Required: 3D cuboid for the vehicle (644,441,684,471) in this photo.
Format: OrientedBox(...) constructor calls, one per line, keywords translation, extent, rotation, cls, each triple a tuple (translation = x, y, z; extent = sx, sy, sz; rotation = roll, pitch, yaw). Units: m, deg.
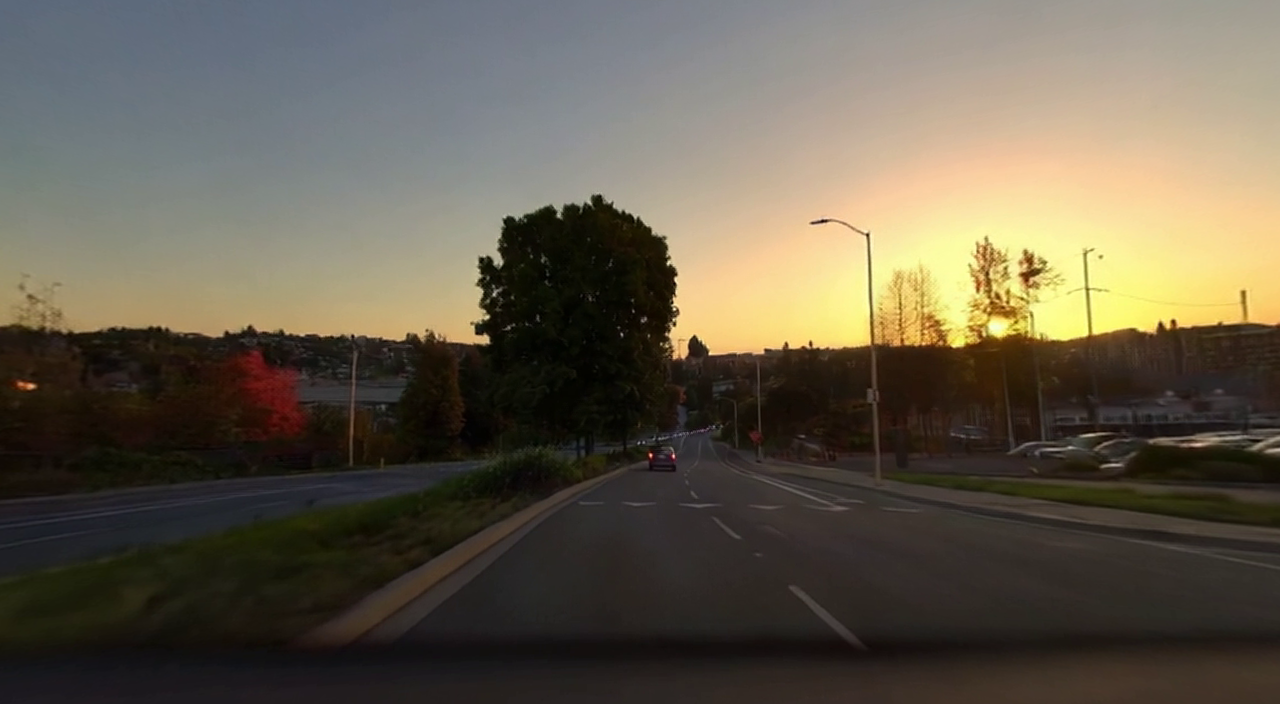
OrientedBox(translation=(1.365, 5.840, 35.635), extent=(2.158, 1.600, 3.865), rotation=(0, -8, 2), cls="vehicle")
